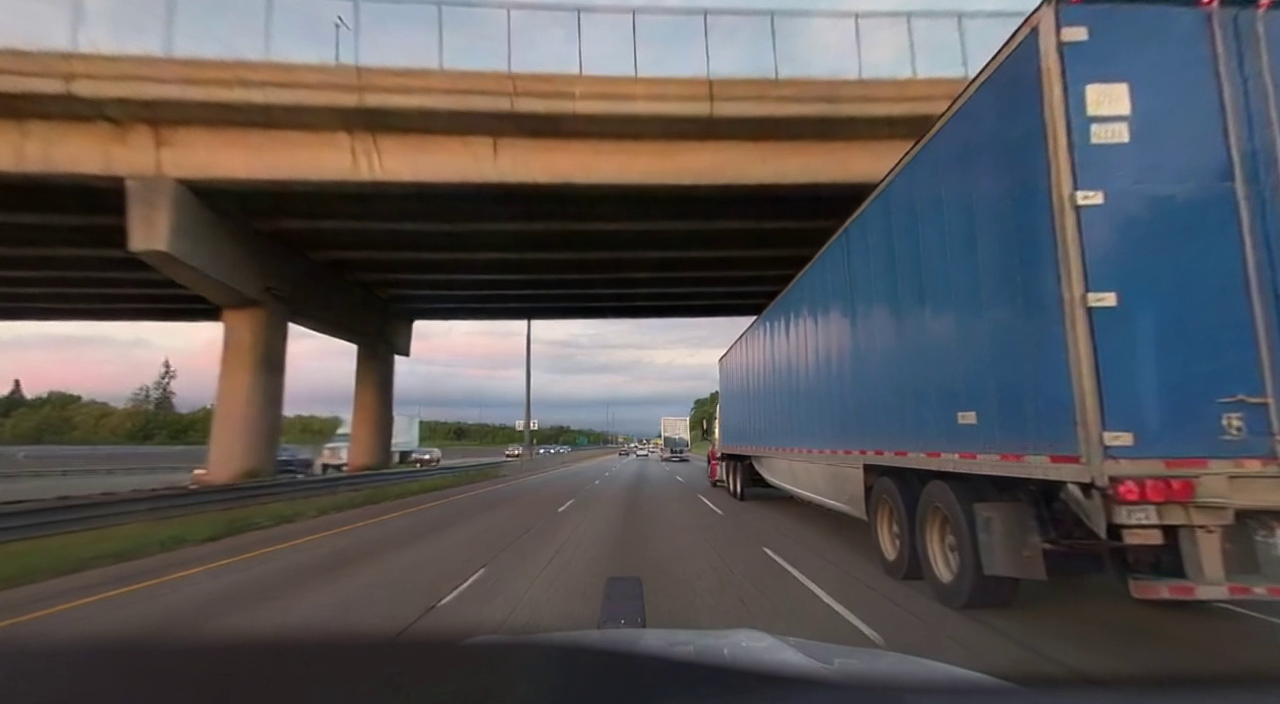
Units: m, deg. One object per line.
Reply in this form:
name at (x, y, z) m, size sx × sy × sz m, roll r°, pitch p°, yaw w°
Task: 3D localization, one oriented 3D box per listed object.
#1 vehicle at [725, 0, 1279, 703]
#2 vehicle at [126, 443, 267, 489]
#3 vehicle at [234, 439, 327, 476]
vehicle at (3.856, 0.795, 10.004) m, size 2.825 × 4.054 × 14.210 m, roll 0°, pitch -9°, yaw -1°
vehicle at (-15.312, 3.954, 22.101) m, size 1.865 × 1.434 × 4.197 m, roll 0°, pitch -9°, yaw 0°
vehicle at (-18.779, 5.530, 33.213) m, size 2.040 × 1.755 × 4.902 m, roll 0°, pitch -9°, yaw -1°
